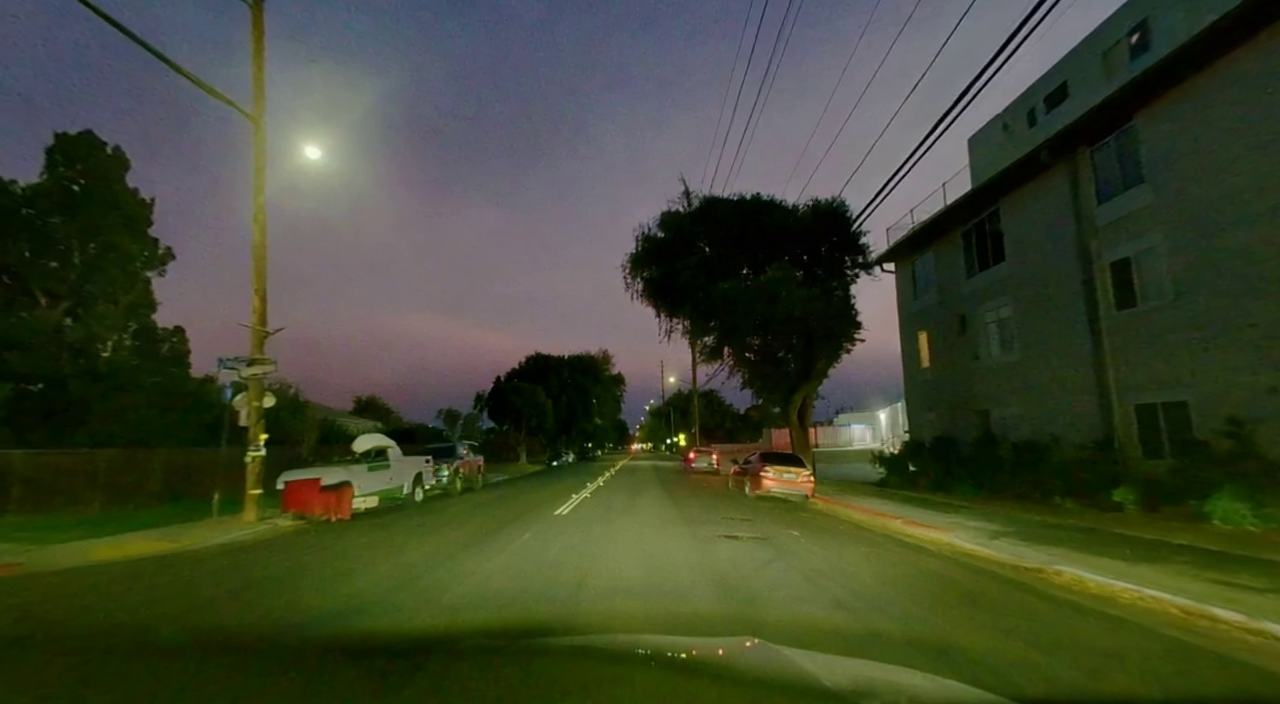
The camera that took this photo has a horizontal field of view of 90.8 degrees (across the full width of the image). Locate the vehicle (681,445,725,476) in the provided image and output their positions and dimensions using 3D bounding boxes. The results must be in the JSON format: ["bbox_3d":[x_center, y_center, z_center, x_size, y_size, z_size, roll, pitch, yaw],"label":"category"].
[{"bbox_3d":[3.206,5.625,32.992,1.843,1.495,3.930,0,-8,-1],"label":"vehicle"}]

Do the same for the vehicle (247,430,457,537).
[{"bbox_3d":[-6.304,2.916,14.834,2.382,1.869,5.476,-4,-9,0],"label":"vehicle"}]

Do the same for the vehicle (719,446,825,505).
[{"bbox_3d":[3.442,3.283,17.316,1.802,1.382,4.300,0,-8,-3],"label":"vehicle"}]
